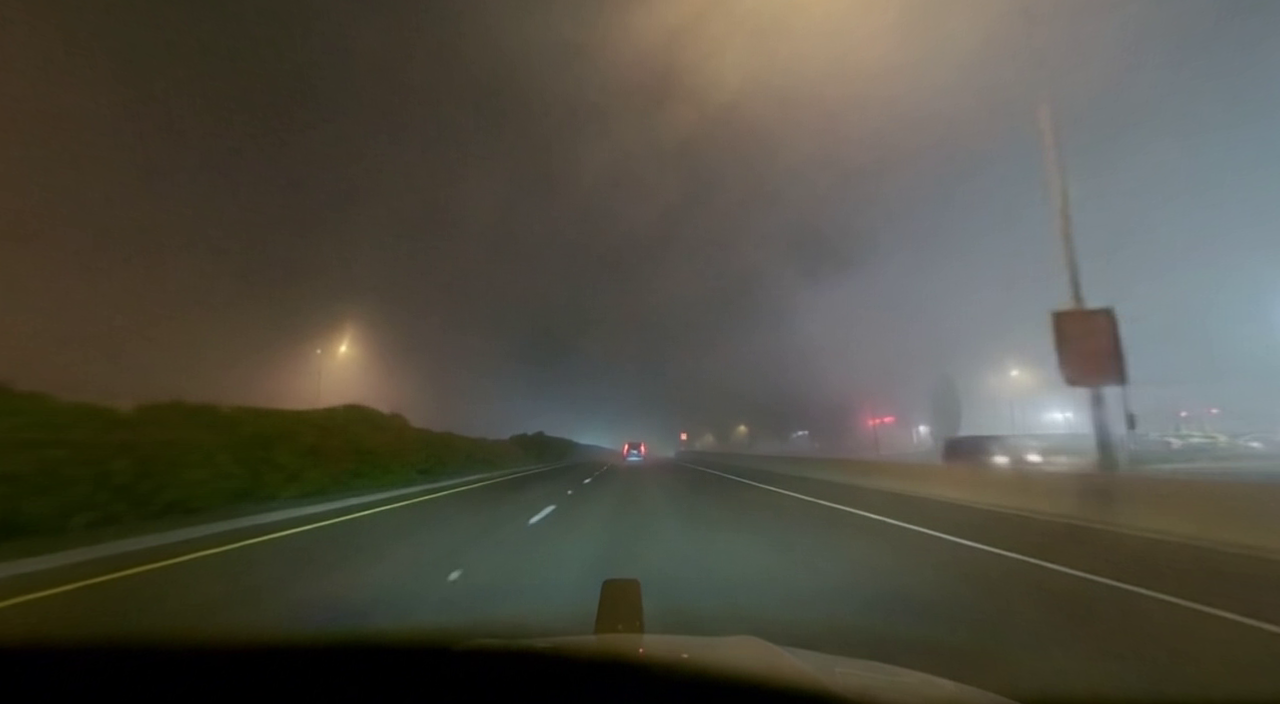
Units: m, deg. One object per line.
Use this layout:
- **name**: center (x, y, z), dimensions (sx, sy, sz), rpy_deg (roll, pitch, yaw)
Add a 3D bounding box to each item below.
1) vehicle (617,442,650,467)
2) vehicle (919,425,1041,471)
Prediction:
- **vehicle**: center (-0.438, 6.978, 43.010), dimensions (2.110, 1.555, 4.431), rpy_deg (0, -9, -1)
- **vehicle**: center (16.100, 4.637, 30.373), dimensions (2.328, 1.970, 5.972), rpy_deg (0, -9, -2)
